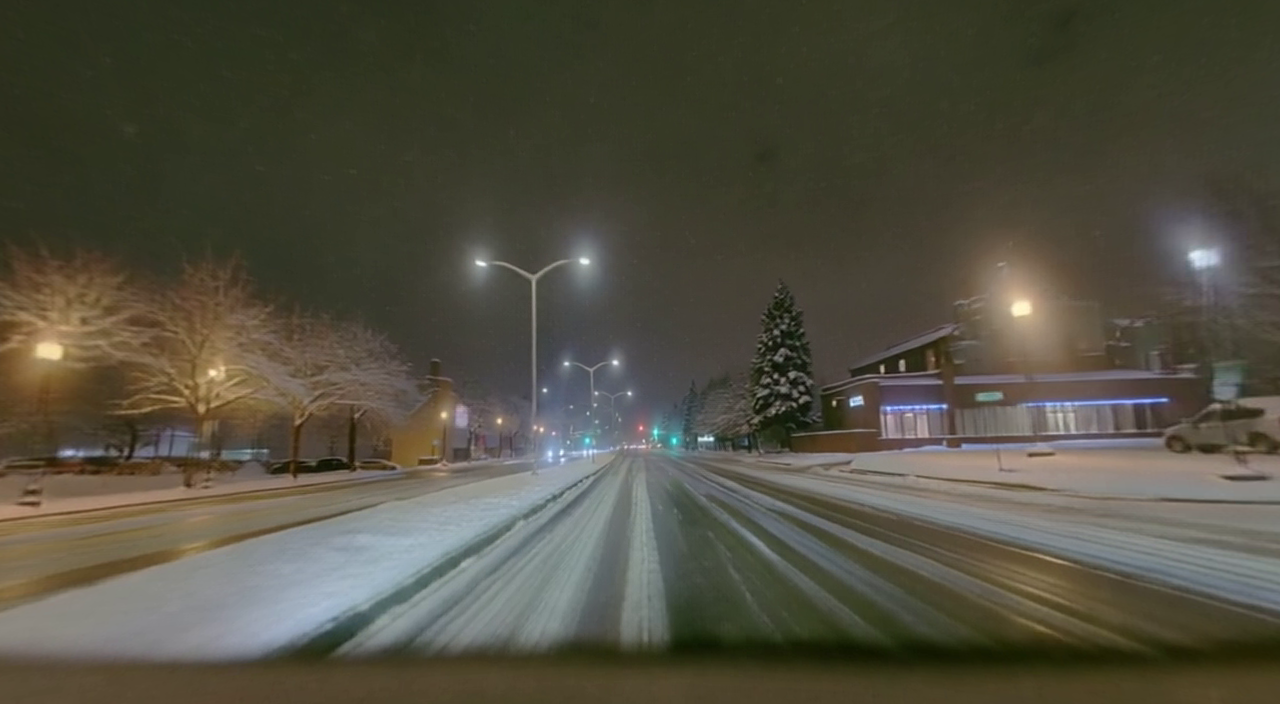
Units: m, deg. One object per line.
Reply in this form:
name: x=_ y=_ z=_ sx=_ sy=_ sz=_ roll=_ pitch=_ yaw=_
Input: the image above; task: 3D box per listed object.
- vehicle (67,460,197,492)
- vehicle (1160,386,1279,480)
vehicle: x=-26.371 y=6.419 z=33.039 sx=4.810 sy=1.465 sz=2.056 roll=3 pitch=-9 yaw=-22
vehicle: x=25.640 y=3.358 z=25.814 sx=2.718 sy=3.538 sz=7.077 roll=0 pitch=-9 yaw=2
